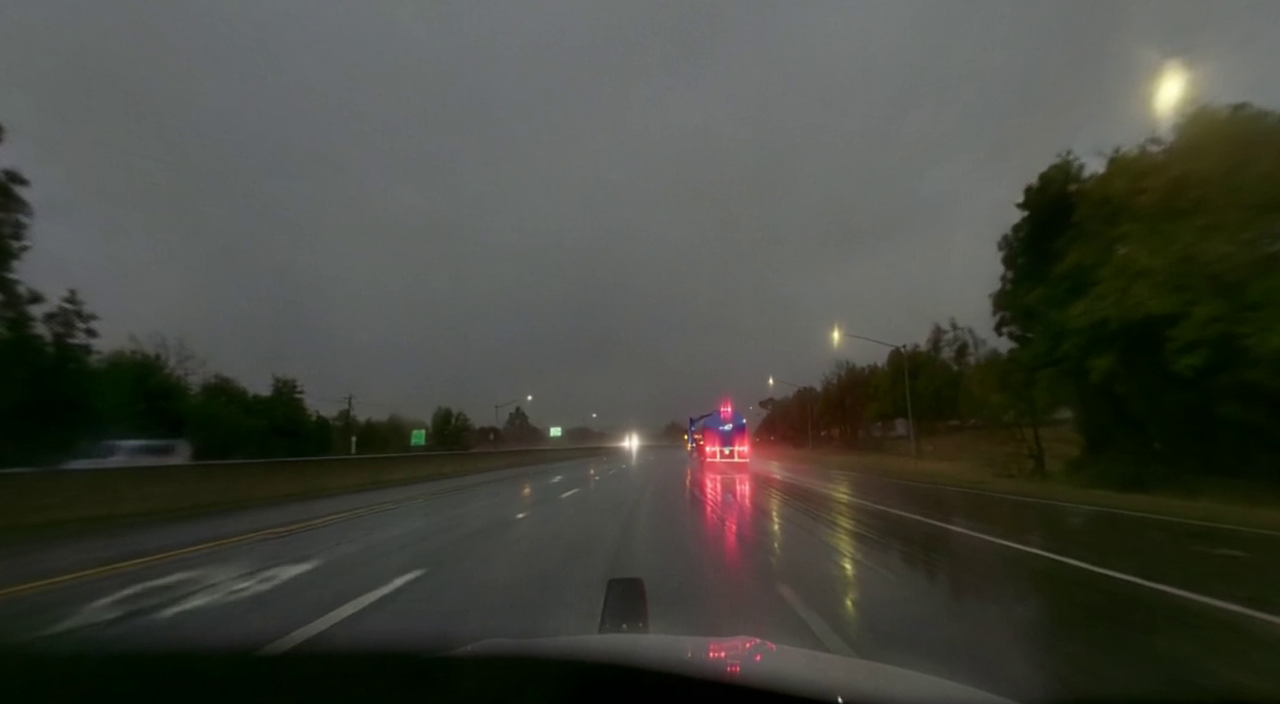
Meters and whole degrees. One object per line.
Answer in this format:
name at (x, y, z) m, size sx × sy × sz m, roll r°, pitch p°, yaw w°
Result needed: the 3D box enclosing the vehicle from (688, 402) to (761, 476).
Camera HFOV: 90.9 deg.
vehicle at (4.675, 5.345, 38.258) m, size 2.880 × 3.624 × 14.397 m, roll 0°, pitch -8°, yaw 2°
